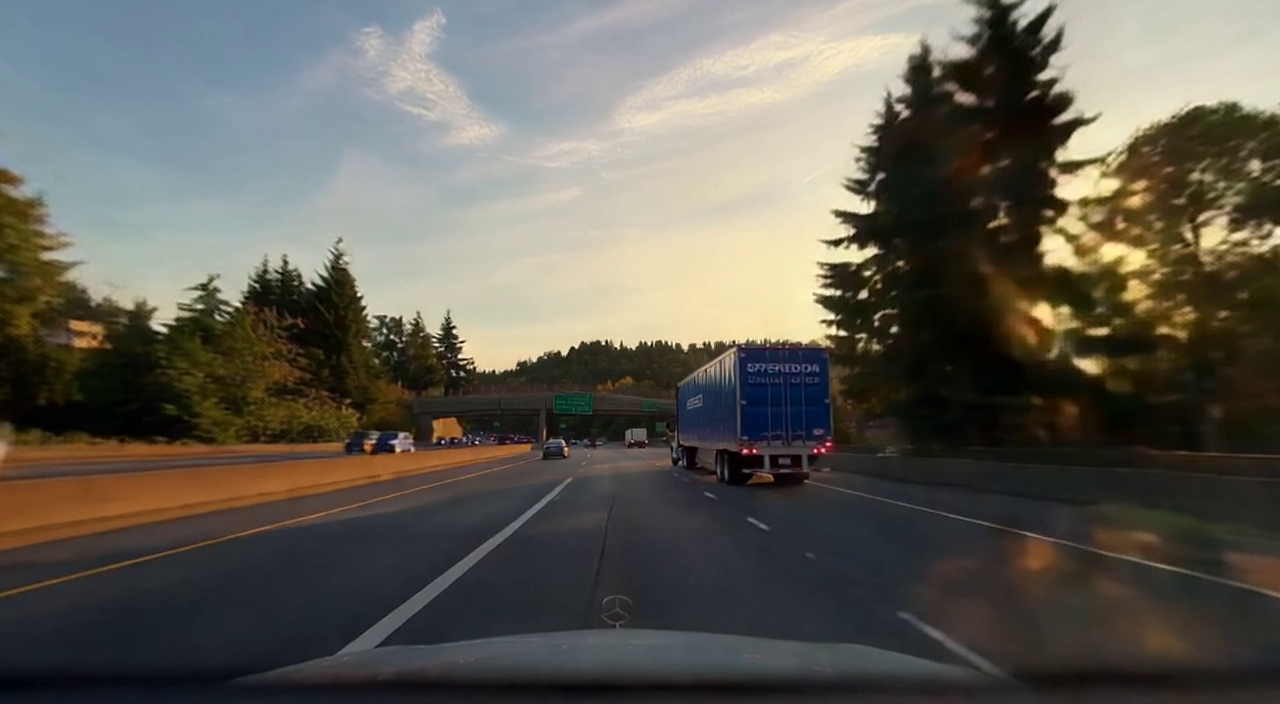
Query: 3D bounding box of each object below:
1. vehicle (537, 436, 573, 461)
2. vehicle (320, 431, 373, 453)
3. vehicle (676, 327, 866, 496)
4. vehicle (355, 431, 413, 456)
[{"bbox_3d":[-5.686,6.489,42.556,2.030,1.547,3.862,1,-8,-3],"label":"vehicle"},{"bbox_3d":[-20.633,6.362,44.455,2.009,1.489,3.977,1,-8,-3],"label":"vehicle"},{"bbox_3d":[3.538,2.366,22.307,2.910,4.051,14.278,1,-8,-3],"label":"vehicle"},{"bbox_3d":[-16.116,5.780,39.996,1.917,1.485,4.686,1,-8,-3],"label":"vehicle"}]
